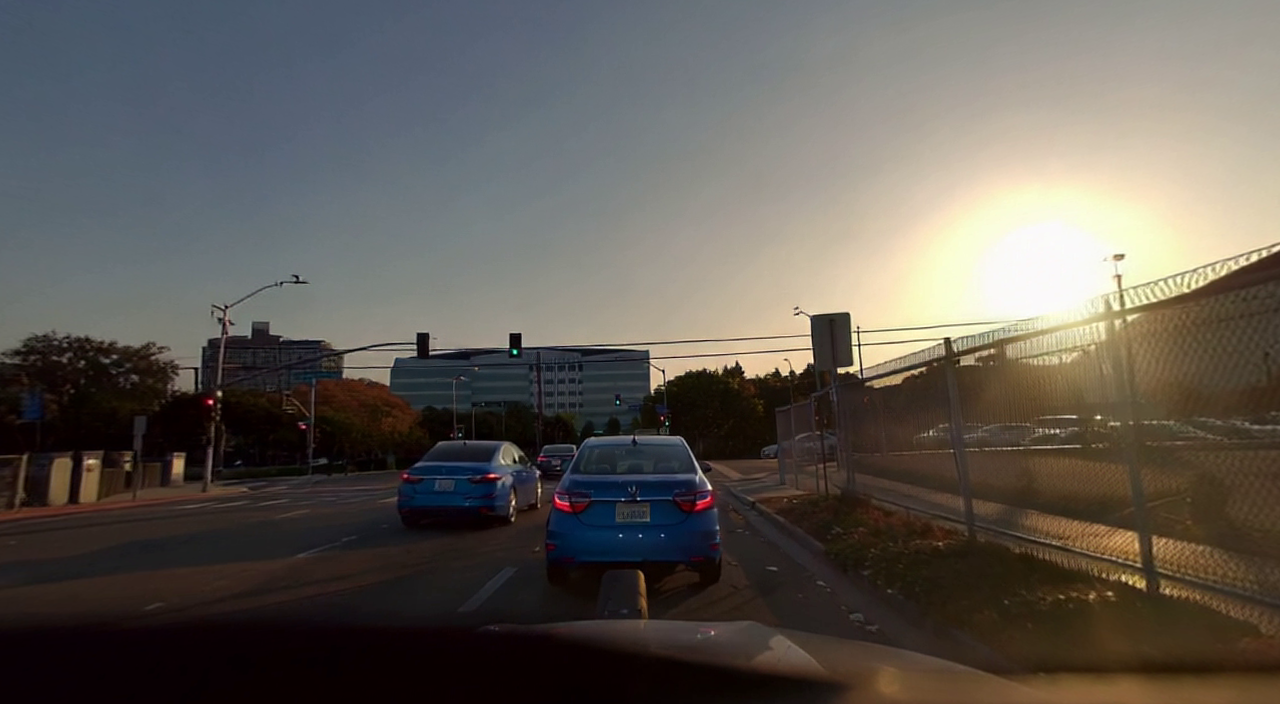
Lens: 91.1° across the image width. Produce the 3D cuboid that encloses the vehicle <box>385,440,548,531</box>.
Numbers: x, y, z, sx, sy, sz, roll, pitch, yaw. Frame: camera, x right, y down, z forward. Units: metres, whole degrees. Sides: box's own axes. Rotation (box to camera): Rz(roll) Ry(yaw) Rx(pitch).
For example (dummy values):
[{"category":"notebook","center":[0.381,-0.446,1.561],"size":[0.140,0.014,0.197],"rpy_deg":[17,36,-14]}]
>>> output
[{"category":"vehicle","center":[-3.203,2.552,12.697],"size":[1.971,1.488,4.581],"rpy_deg":[0,-9,0]}]

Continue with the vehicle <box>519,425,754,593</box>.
[{"category":"vehicle","center":[-0.052,1.743,7.837],"size":[2.144,1.514,4.063],"rpy_deg":[0,-9,-1]}]
